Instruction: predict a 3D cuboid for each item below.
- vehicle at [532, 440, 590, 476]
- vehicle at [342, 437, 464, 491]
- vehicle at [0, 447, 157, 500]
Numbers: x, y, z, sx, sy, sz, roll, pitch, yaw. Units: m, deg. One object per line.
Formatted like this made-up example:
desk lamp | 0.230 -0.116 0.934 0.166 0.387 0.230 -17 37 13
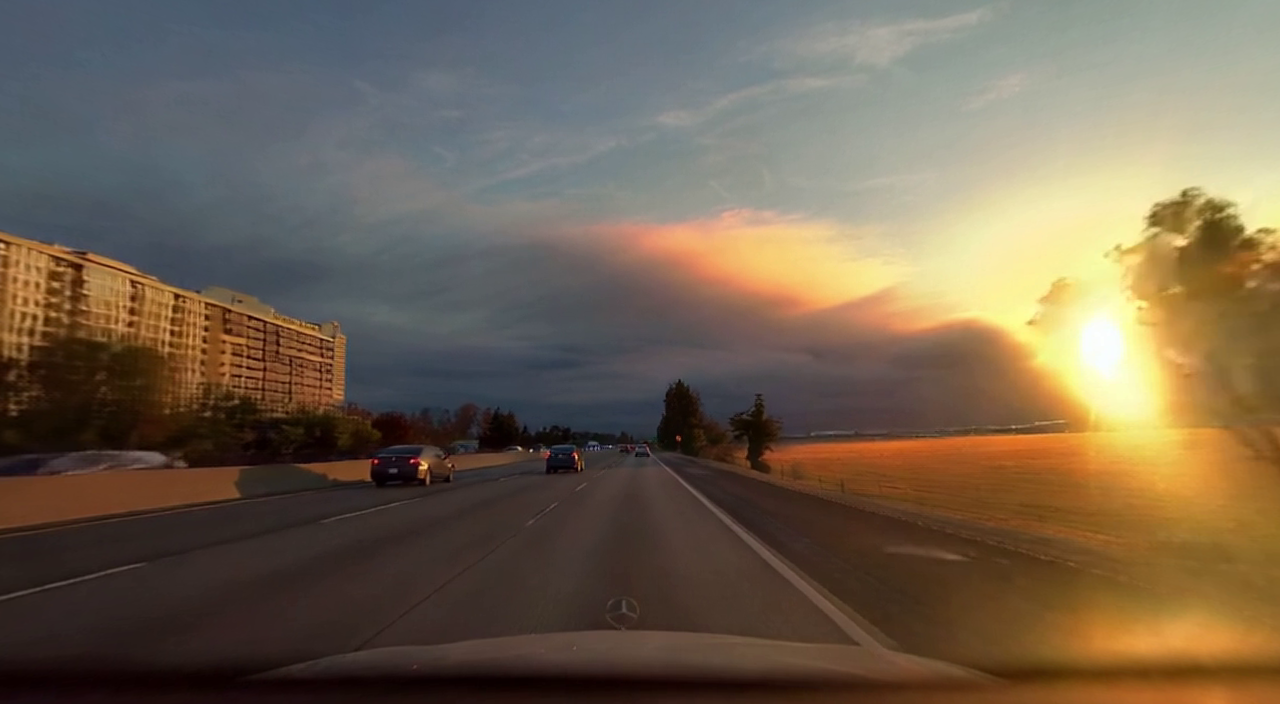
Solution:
vehicle | -3.729 5.121 30.665 2.083 1.588 4.801 0 -9 1
vehicle | -7.459 3.566 20.401 2.034 1.523 4.627 0 -9 1
vehicle | -19.407 4.049 21.477 1.993 1.554 4.753 0 -9 1
